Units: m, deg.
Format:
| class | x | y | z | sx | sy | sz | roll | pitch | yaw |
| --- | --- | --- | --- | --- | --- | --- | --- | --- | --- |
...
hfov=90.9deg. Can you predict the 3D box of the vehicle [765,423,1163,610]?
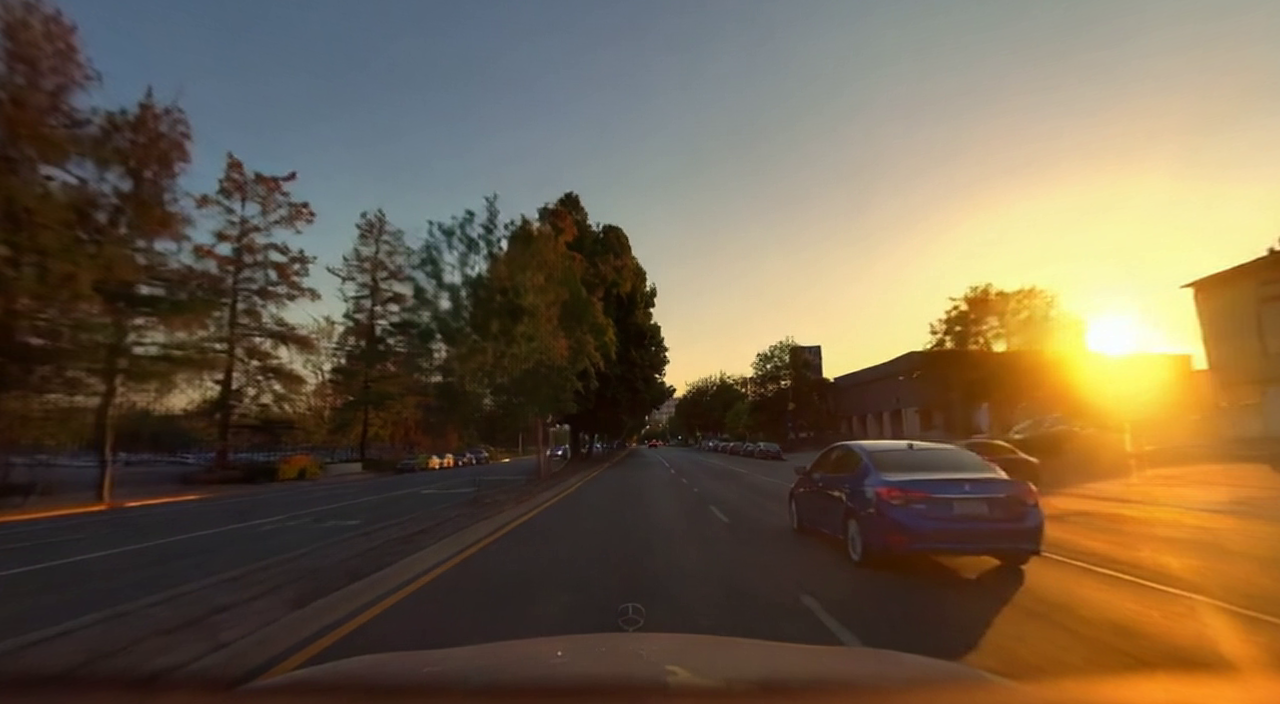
| class | x | y | z | sx | sy | sz | roll | pitch | yaw |
| --- | --- | --- | --- | --- | --- | --- | --- | --- | --- |
| vehicle | 2.994 | 1.629 | 7.249 | 2.141 | 1.443 | 4.499 | 0 | -9 | -1 |
